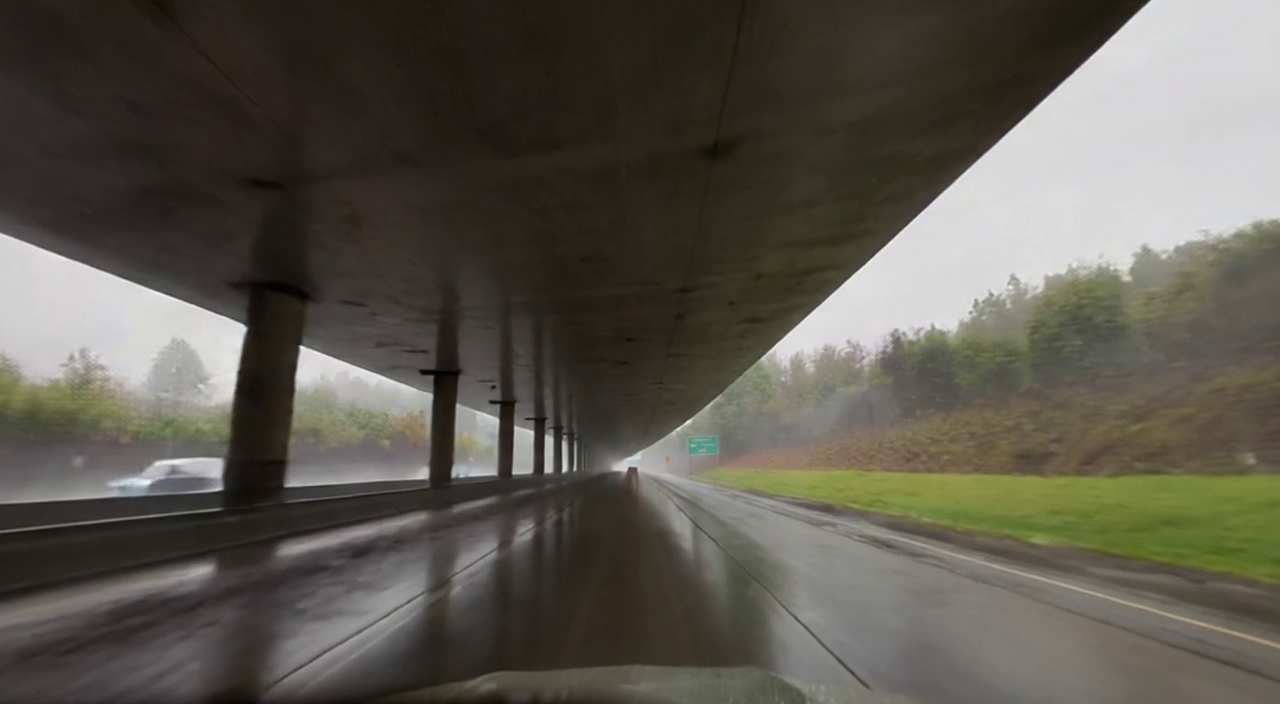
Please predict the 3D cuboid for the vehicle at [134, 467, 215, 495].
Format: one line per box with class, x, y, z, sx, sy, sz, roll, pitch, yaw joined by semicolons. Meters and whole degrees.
vehicle;-26.970;7.462;36.649;1.754;1.494;3.694;1;-10;0
